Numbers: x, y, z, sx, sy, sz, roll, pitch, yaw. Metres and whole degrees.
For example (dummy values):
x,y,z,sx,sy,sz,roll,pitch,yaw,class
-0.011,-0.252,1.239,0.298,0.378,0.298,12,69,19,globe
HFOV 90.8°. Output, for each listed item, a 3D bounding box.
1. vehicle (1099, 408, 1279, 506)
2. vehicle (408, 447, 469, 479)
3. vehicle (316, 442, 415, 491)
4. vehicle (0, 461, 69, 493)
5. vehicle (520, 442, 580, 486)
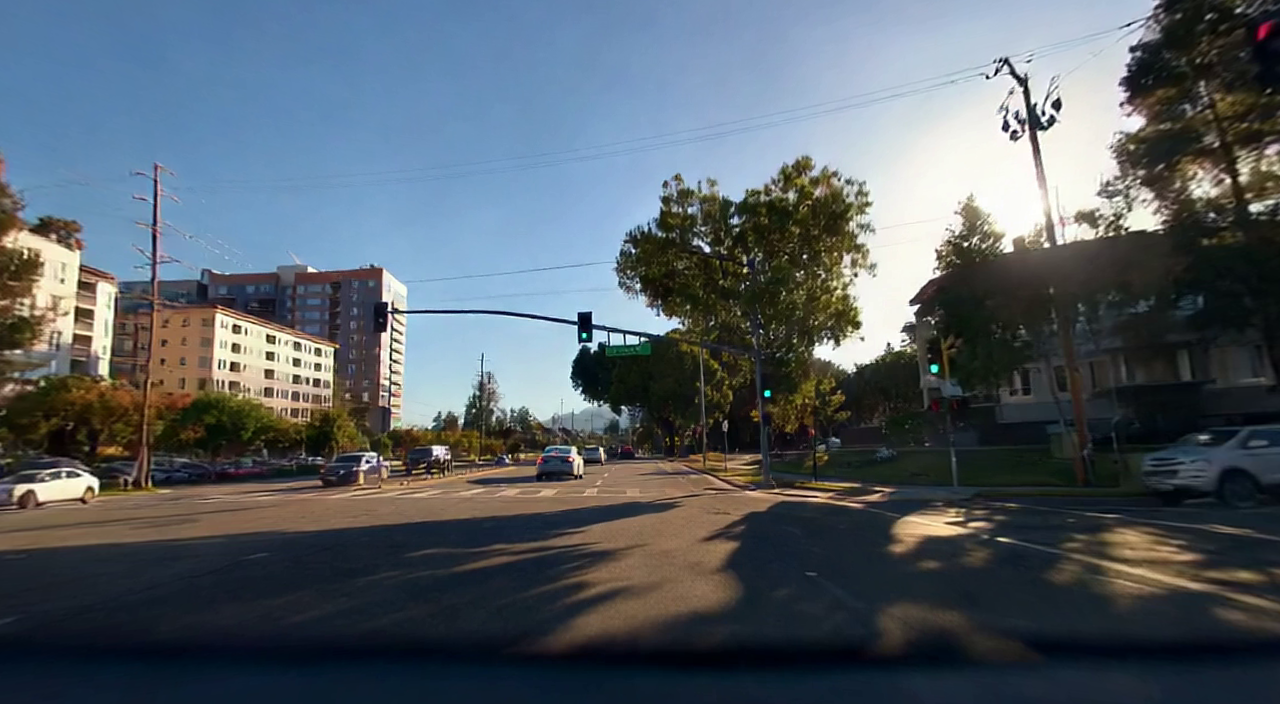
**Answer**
x,y,z,sx,sy,sz,roll,pitch,yaw,class
11.914,1.972,11.878,4.856,1.655,2.076,0,-10,0,vehicle
-11.757,6.472,37.190,2.040,1.707,4.522,-1,-9,1,vehicle
-11.919,4.977,27.903,2.105,1.759,5.403,-4,-9,-1,vehicle
-36.372,7.197,36.503,4.694,1.716,2.024,0,-9,-1,vehicle
-3.803,4.783,27.341,1.959,1.741,4.141,0,-8,1,vehicle
